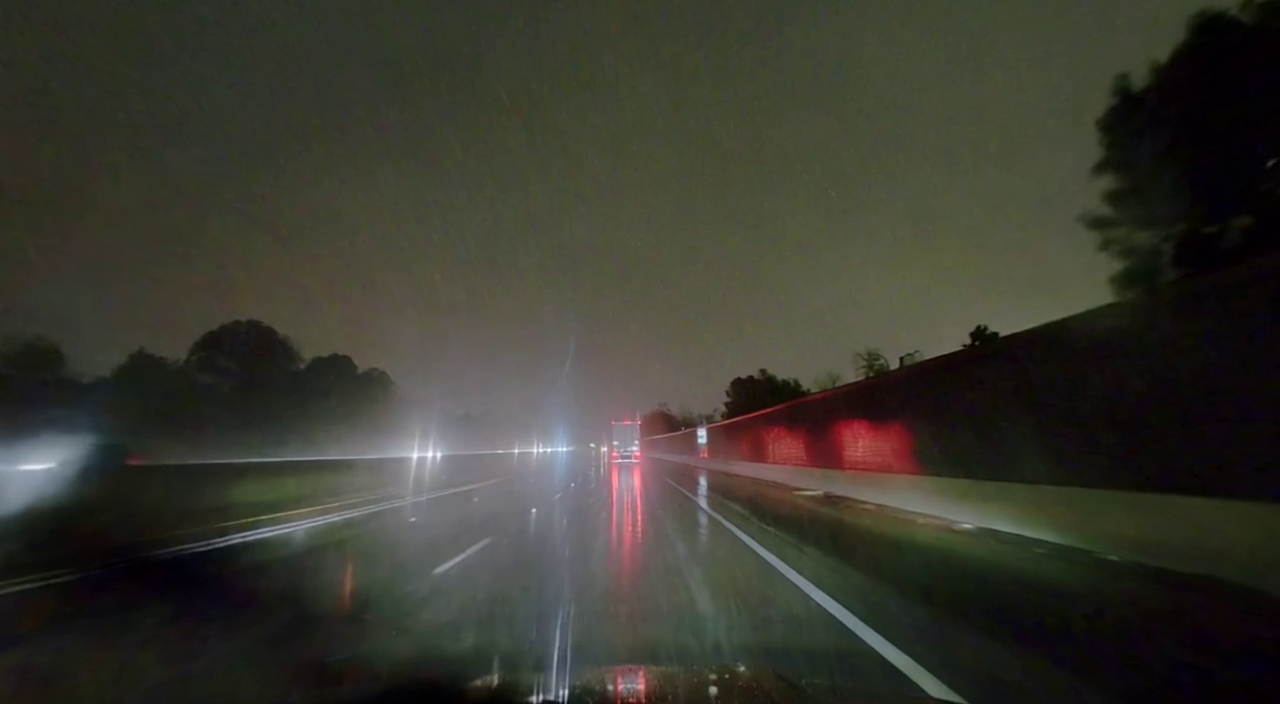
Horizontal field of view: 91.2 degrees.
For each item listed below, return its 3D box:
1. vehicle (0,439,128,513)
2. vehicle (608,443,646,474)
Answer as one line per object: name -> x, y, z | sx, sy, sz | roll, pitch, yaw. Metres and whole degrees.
vehicle -> -14.136, 2.673, 13.687 | 1.869, 1.513, 4.740 | 0, -9, 0
vehicle -> -0.791, 6.516, 38.502 | 2.230, 1.715, 4.243 | 0, -9, -1
